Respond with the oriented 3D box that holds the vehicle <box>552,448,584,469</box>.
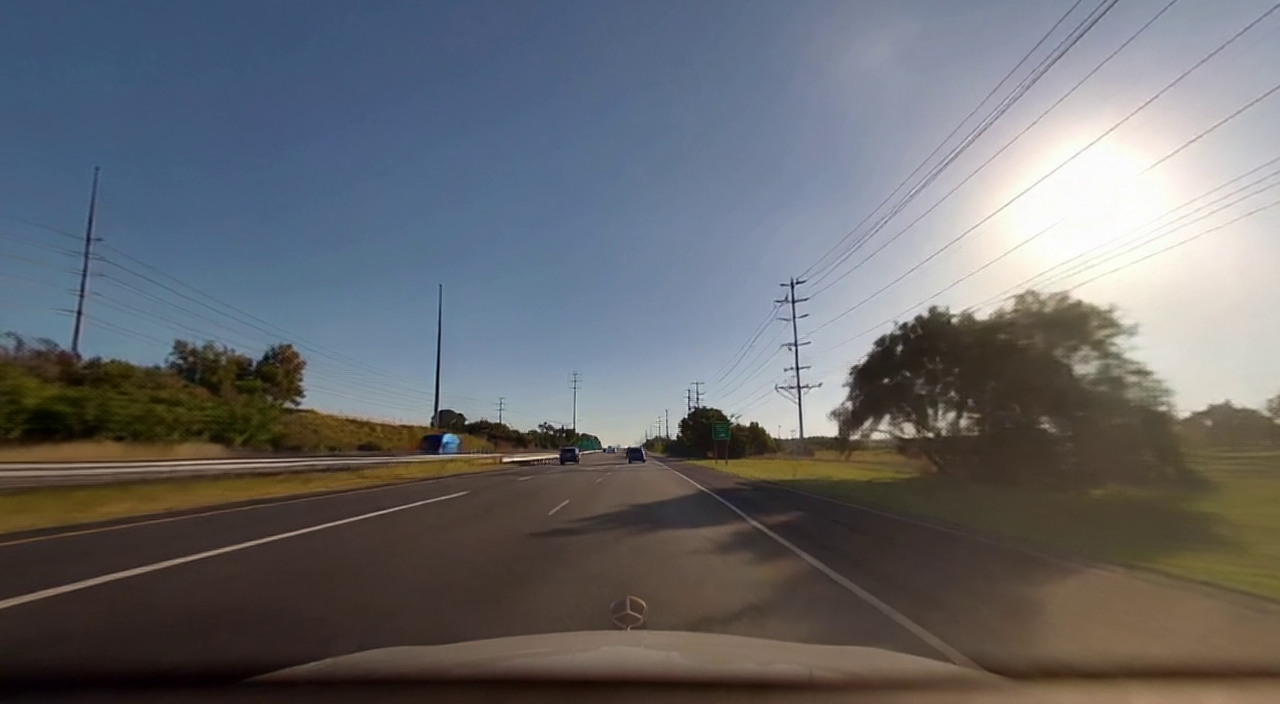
[{"bbox_3d":[-5.448,8.111,48.215,1.911,1.491,3.624,-1,-9,2],"label":"vehicle"}]
